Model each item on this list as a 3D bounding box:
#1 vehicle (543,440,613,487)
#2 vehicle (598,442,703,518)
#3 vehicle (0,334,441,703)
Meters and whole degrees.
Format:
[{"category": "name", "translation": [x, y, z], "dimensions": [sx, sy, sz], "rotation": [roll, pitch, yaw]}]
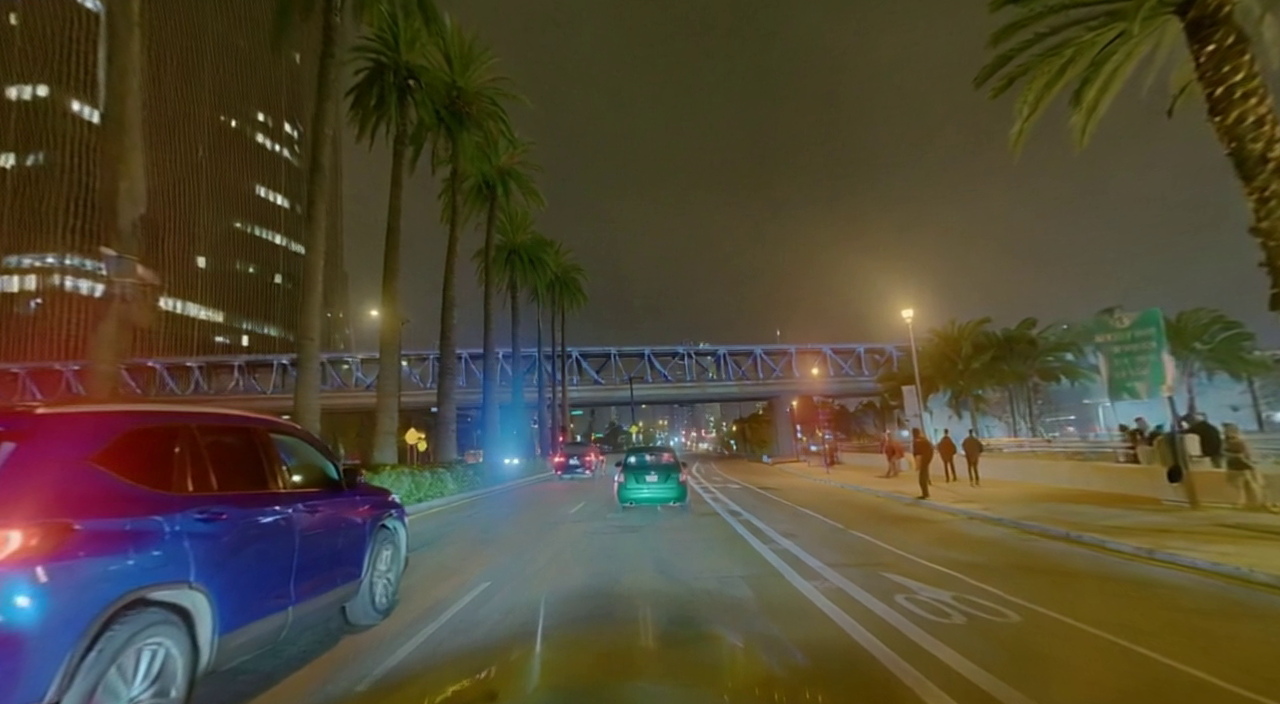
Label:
[{"category": "vehicle", "translation": [-2.271, 4.225, 24.272], "dimensions": [1.955, 1.637, 4.032], "rotation": [-1, -8, 5]}, {"category": "vehicle", "translation": [0.243, 2.801, 14.376], "dimensions": [2.036, 1.461, 4.129], "rotation": [0, -8, 1]}, {"category": "vehicle", "translation": [-3.117, 1.120, 4.177], "dimensions": [2.014, 1.740, 4.359], "rotation": [0, -8, 2]}]
